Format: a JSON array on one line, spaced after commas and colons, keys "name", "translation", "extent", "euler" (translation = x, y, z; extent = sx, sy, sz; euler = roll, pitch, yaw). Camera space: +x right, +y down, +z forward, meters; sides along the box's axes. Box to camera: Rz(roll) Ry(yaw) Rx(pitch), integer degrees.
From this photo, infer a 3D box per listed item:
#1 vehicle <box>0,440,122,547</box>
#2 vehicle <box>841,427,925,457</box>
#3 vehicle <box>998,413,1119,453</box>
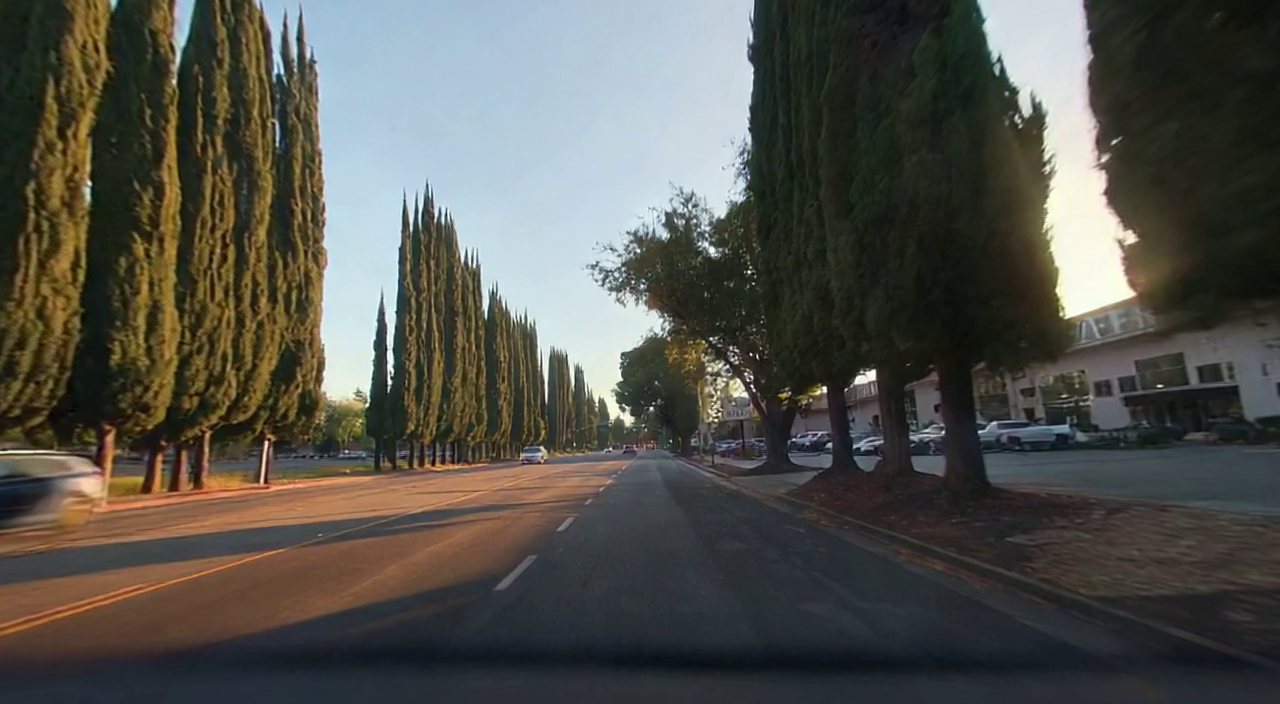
[{"name": "vehicle", "translation": [-10.553, 2.191, 9.638], "extent": [1.918, 1.581, 3.947], "euler": [-2, -9, 0]}, {"name": "vehicle", "translation": [14.892, 5.563, 38.733], "extent": [4.387, 1.532, 1.930], "euler": [-9, -12, 34]}, {"name": "vehicle", "translation": [19.907, 3.907, 30.253], "extent": [4.419, 1.603, 1.930], "euler": [-7, -9, 23]}]
